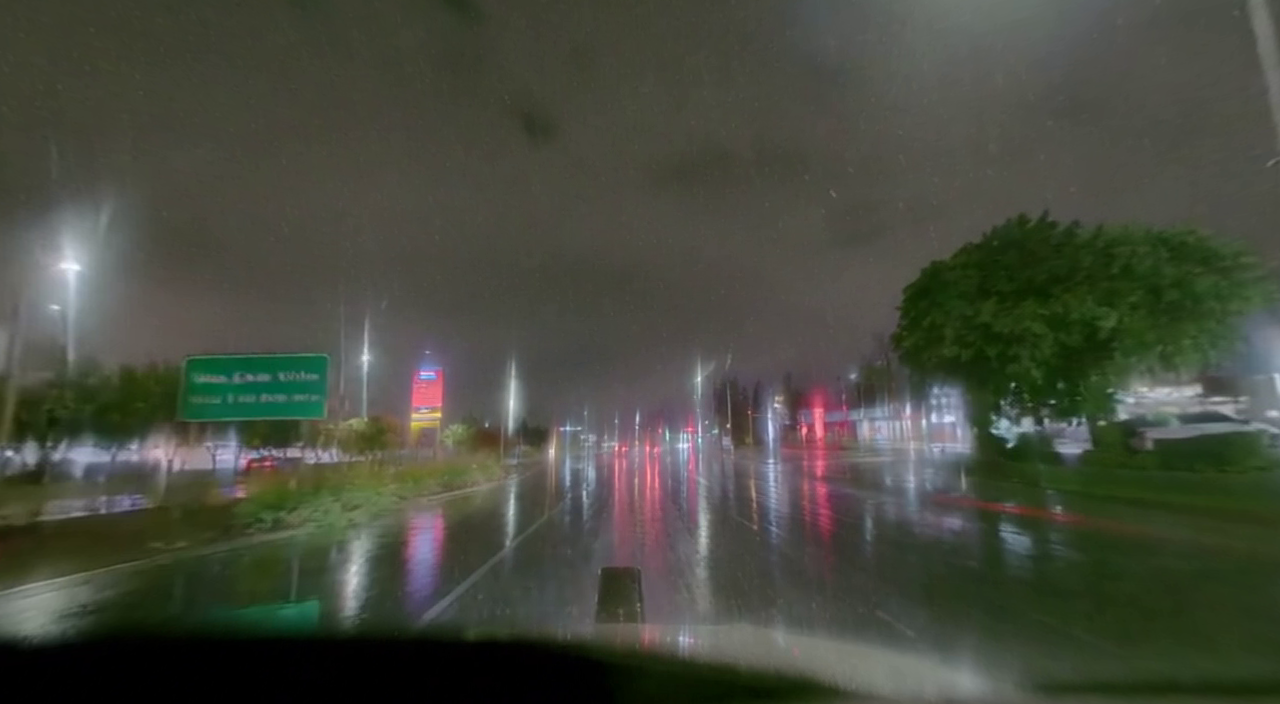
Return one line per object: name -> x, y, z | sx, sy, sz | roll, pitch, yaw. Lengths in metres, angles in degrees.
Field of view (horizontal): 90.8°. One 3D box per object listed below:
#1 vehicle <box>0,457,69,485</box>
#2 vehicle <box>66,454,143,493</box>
vehicle -> -44.343, 8.624, 45.581 | 5.265, 1.768, 2.045 | -5, -9, 15
vehicle -> -29.899, 6.830, 35.481 | 1.950, 1.961, 4.927 | 4, -12, -25
